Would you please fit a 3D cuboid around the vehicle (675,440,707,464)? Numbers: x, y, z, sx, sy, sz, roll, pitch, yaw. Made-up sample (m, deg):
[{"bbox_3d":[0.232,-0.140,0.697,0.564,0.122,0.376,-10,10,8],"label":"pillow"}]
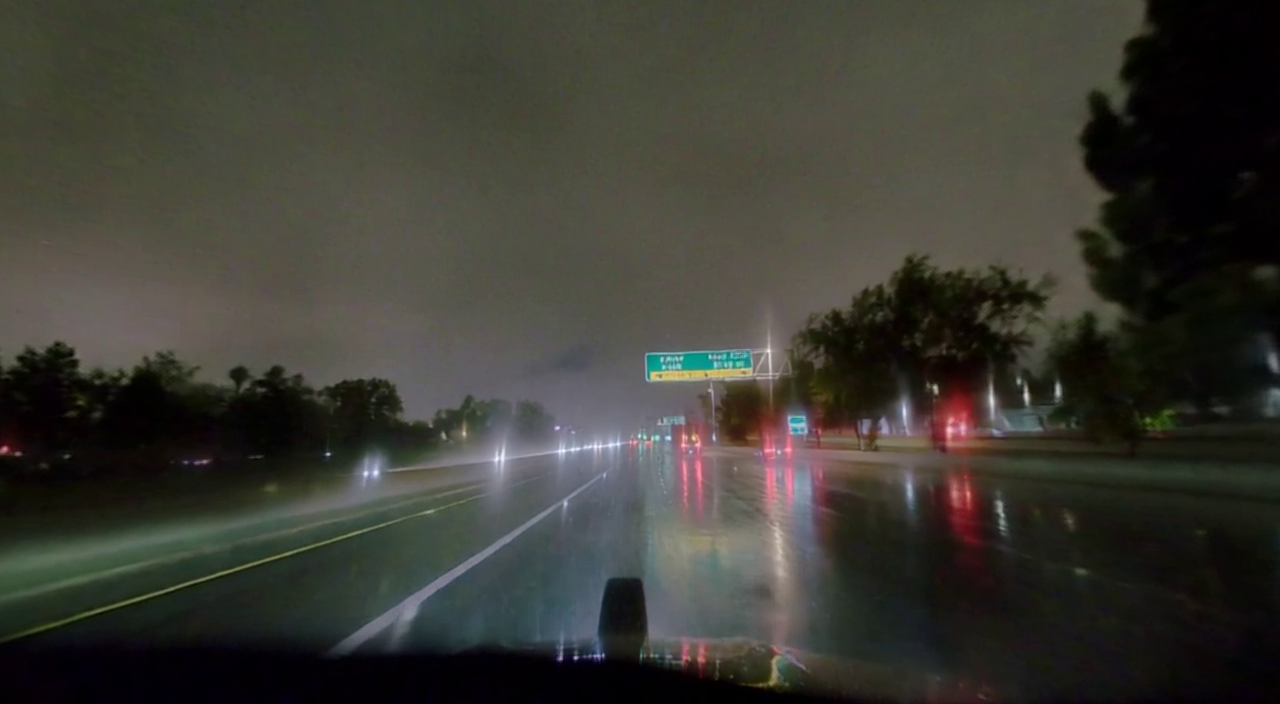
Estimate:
[{"bbox_3d":[3.867,7.658,48.548,2.099,1.748,4.331,0,-8,-1],"label":"vehicle"}]
